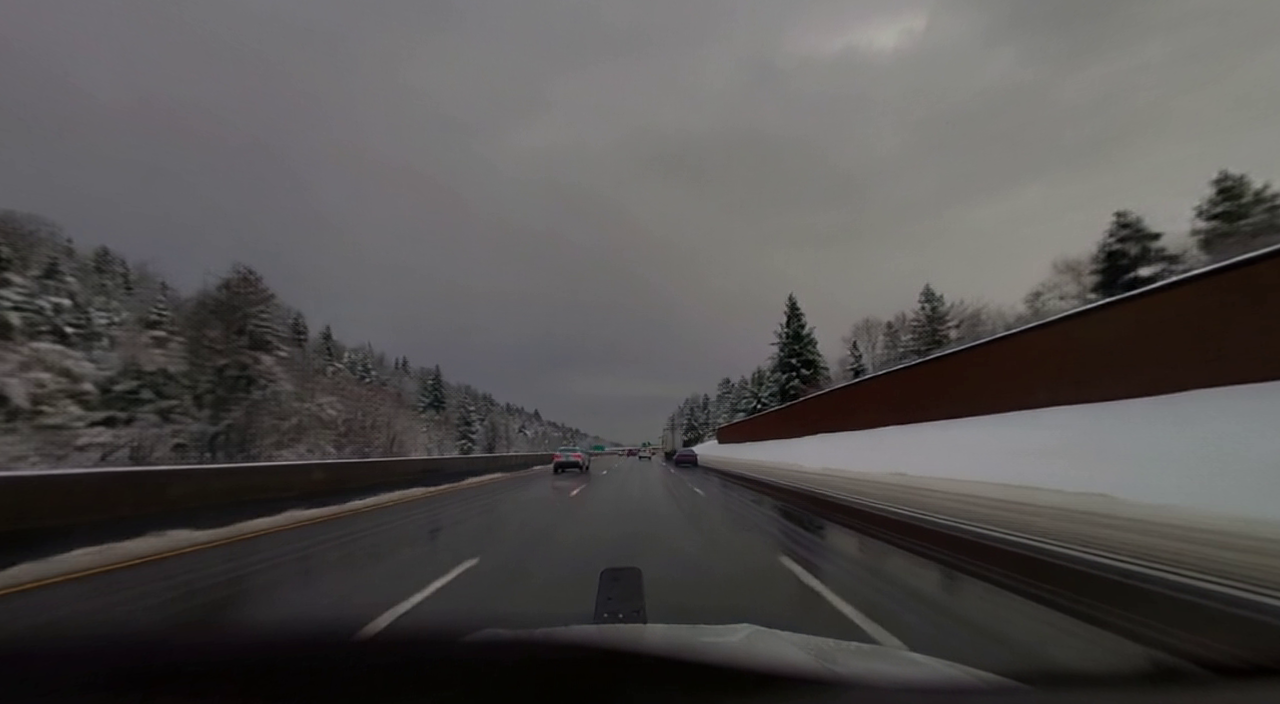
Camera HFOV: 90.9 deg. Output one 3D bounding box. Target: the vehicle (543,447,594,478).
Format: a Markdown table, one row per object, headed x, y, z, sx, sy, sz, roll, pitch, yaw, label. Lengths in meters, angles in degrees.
| x | y | z | sx | sy | sz | roll | pitch | yaw | label |
| --- | --- | --- | --- | --- | --- | --- | --- | --- | --- |
| -3.819 | 5.991 | 34.503 | 2.129 | 1.559 | 5.272 | 0 | -9 | 1 | vehicle |
